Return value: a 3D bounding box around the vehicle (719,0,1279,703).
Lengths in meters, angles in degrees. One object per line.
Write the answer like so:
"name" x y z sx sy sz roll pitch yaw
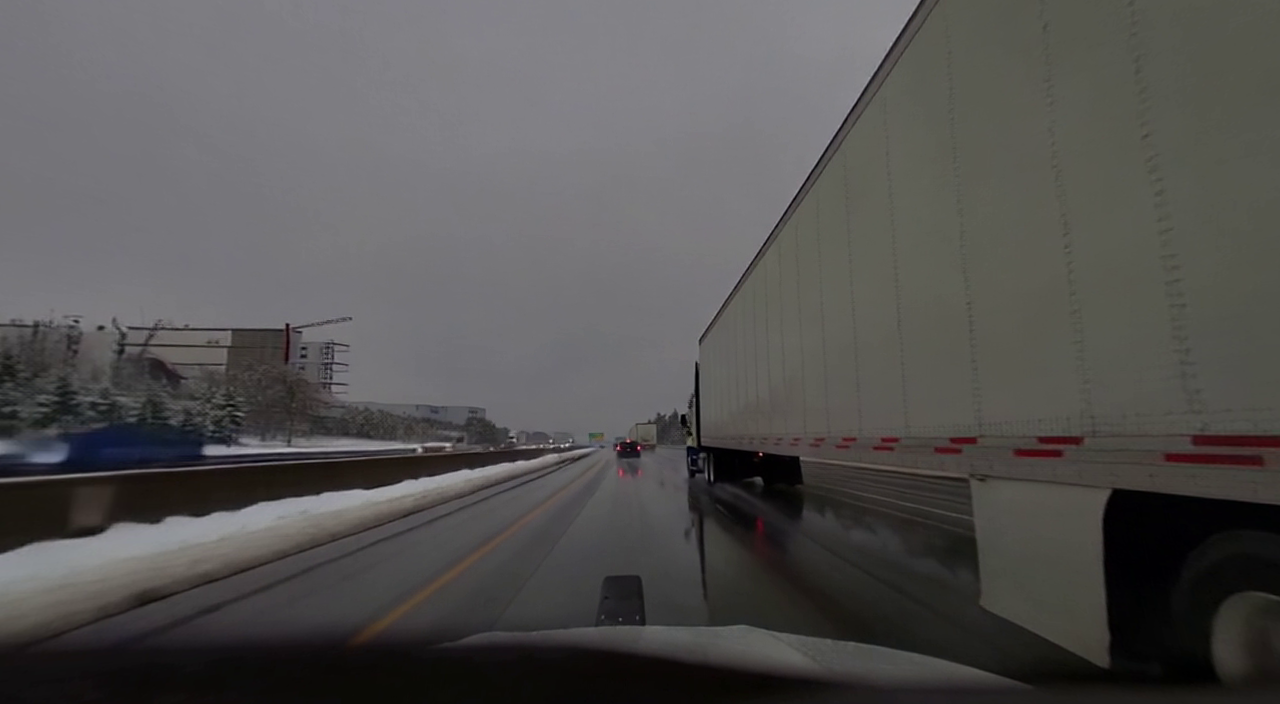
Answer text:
"vehicle" 3.381 0.125 6.310 2.996 4.123 15.965 0 -9 0

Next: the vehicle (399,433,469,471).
"vehicle" -10.241 5.000 31.805 2.107 1.758 4.496 0 -9 -2

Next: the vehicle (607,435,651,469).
"vehicle" -0.594 5.316 33.696 2.191 1.685 4.015 0 -9 -1

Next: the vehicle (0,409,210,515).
"vehicle" -13.948 2.697 15.888 2.213 2.161 5.648 0 -9 0
